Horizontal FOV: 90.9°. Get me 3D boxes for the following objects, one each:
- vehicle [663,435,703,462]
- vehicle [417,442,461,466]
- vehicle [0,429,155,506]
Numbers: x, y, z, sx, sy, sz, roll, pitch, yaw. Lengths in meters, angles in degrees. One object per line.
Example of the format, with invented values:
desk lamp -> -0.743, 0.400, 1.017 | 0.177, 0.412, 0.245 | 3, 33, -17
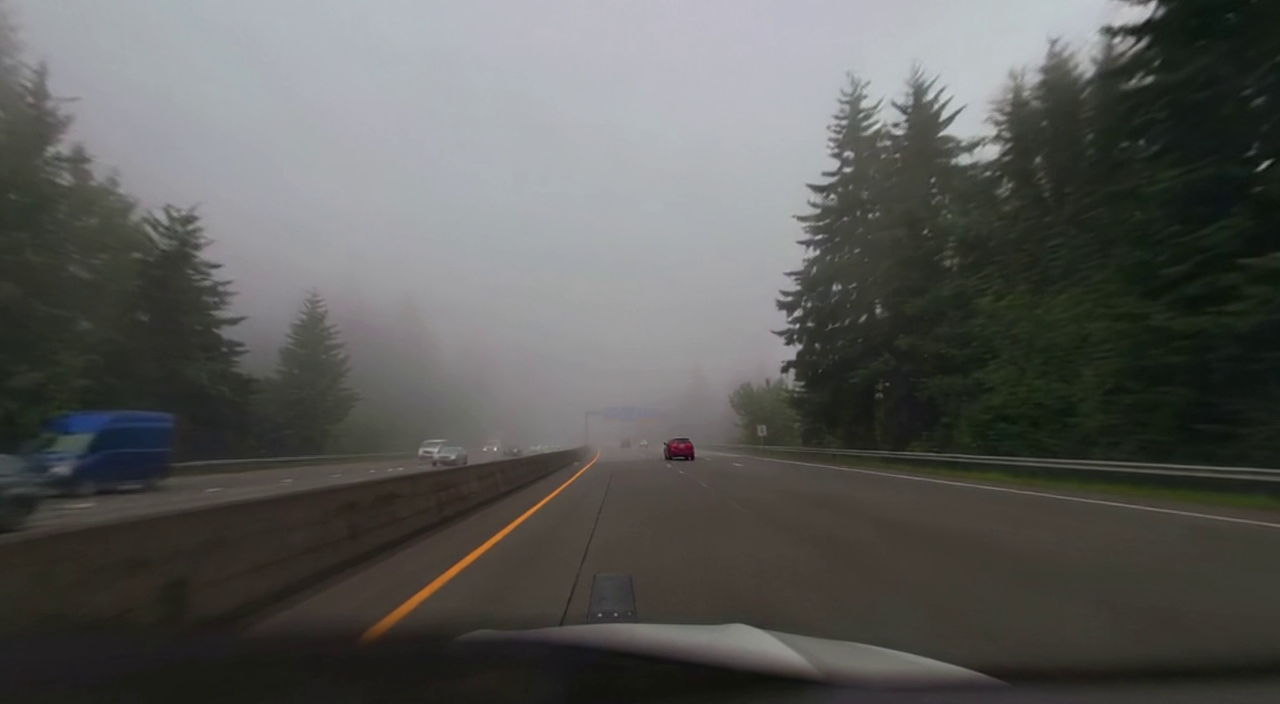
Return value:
vehicle -> 2.567, 5.860, 38.526 | 1.958, 1.526, 4.227 | 1, -8, -3
vehicle -> -13.795, 7.006, 43.453 | 1.820, 1.509, 3.968 | 0, -8, -2
vehicle -> -16.686, 3.289, 18.459 | 1.982, 2.008, 3.697 | 0, -8, -2
